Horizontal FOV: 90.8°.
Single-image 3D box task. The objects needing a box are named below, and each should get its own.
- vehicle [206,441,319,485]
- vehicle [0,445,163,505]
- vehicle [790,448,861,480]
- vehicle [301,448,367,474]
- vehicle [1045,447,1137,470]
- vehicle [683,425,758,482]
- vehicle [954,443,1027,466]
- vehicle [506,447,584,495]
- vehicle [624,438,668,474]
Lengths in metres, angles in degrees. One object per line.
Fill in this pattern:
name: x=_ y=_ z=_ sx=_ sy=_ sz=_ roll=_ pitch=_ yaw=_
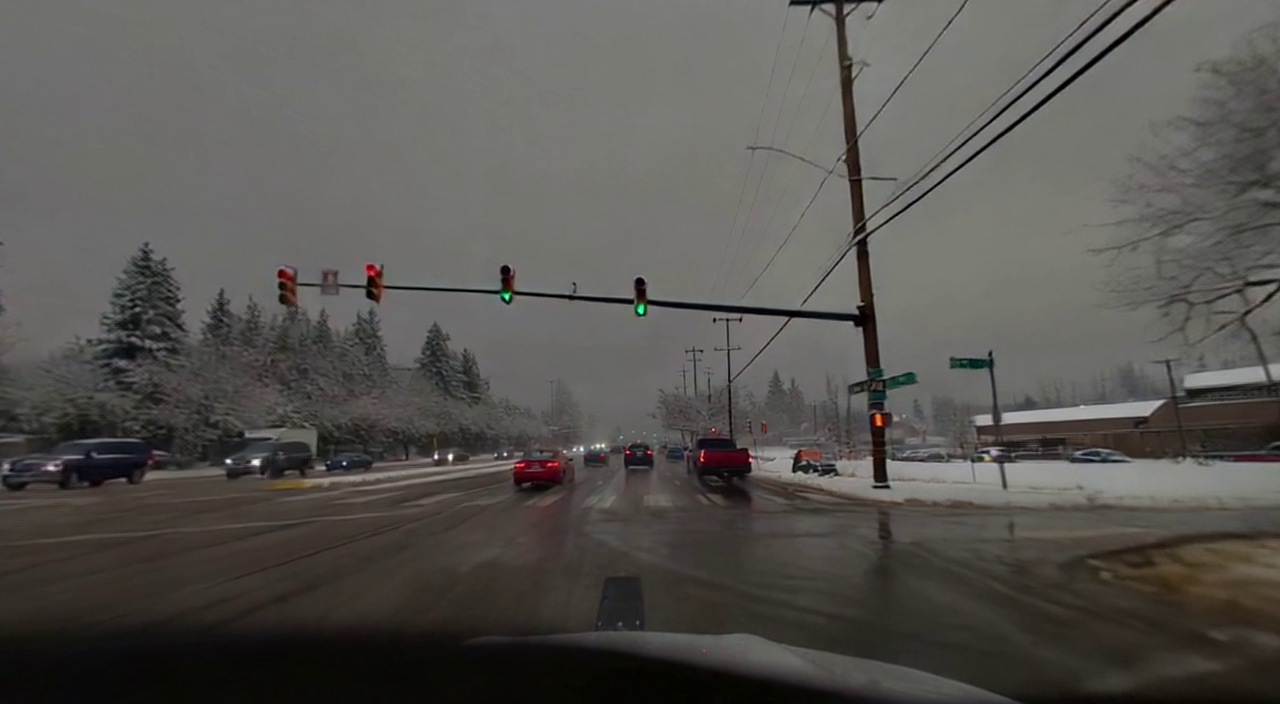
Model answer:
vehicle: x=-17.699 y=5.211 z=30.004 sx=2.000 sy=1.894 sz=5.301 roll=0 pitch=-9 yaw=1
vehicle: x=-18.173 y=3.868 z=20.358 sx=1.958 sy=1.683 sz=4.559 roll=0 pitch=-9 yaw=1
vehicle: x=10.421 y=6.303 z=35.845 sx=2.010 sy=1.633 sz=4.246 roll=2 pitch=-9 yaw=-12
vehicle: x=-20.812 y=7.434 z=43.205 sx=2.129 sy=1.668 sz=4.614 roll=-1 pitch=-9 yaw=1
vehicle: x=30.757 y=7.236 z=43.214 sx=1.868 sy=1.447 sz=4.690 roll=5 pitch=-10 yaw=-29
vehicle: x=3.975 y=5.238 z=32.883 sx=2.905 sy=2.636 sz=6.895 roll=0 pitch=-9 yaw=-1
vehicle: x=27.489 y=8.063 z=49.722 sx=2.012 sy=1.701 sz=4.524 roll=5 pitch=-10 yaw=-31
vehicle: x=-3.185 y=4.088 z=22.142 sx=1.939 sy=1.494 sz=4.499 roll=0 pitch=-9 yaw=1
vehicle: x=0.388 y=6.591 z=40.313 sx=2.643 sy=2.145 sz=5.585 roll=0 pitch=-9 yaw=1
